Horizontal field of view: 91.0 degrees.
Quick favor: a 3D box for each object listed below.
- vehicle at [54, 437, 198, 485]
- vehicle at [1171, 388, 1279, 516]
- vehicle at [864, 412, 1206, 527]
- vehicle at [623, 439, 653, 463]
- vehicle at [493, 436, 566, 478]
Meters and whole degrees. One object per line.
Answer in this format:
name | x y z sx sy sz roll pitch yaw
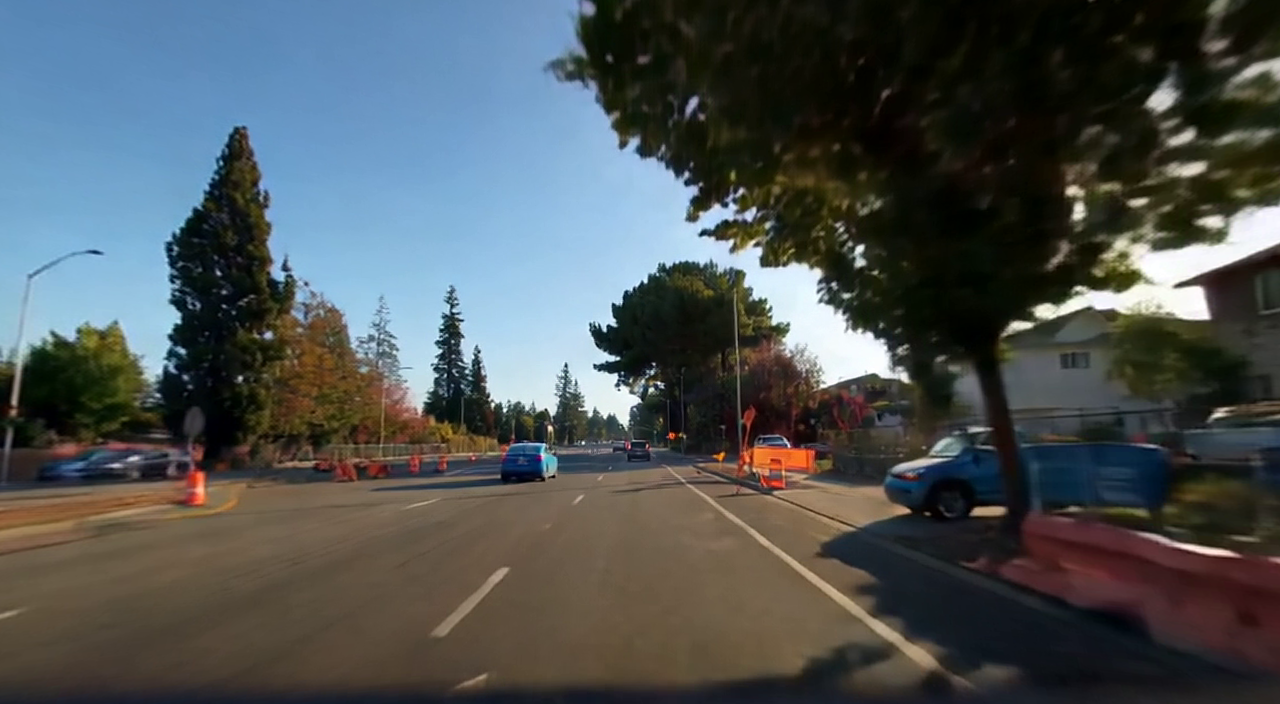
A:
vehicle | -20.804 4.407 25.788 2.053 1.761 4.479 0 -8 1
vehicle | 11.633 1.526 9.602 4.936 1.813 2.158 0 -8 3
vehicle | 6.548 1.987 11.035 4.447 1.754 2.182 -1 -8 5
vehicle | -0.136 7.399 47.113 2.135 1.711 4.124 0 -8 0
vehicle | -4.715 4.556 27.672 2.198 1.663 4.519 0 -8 3
